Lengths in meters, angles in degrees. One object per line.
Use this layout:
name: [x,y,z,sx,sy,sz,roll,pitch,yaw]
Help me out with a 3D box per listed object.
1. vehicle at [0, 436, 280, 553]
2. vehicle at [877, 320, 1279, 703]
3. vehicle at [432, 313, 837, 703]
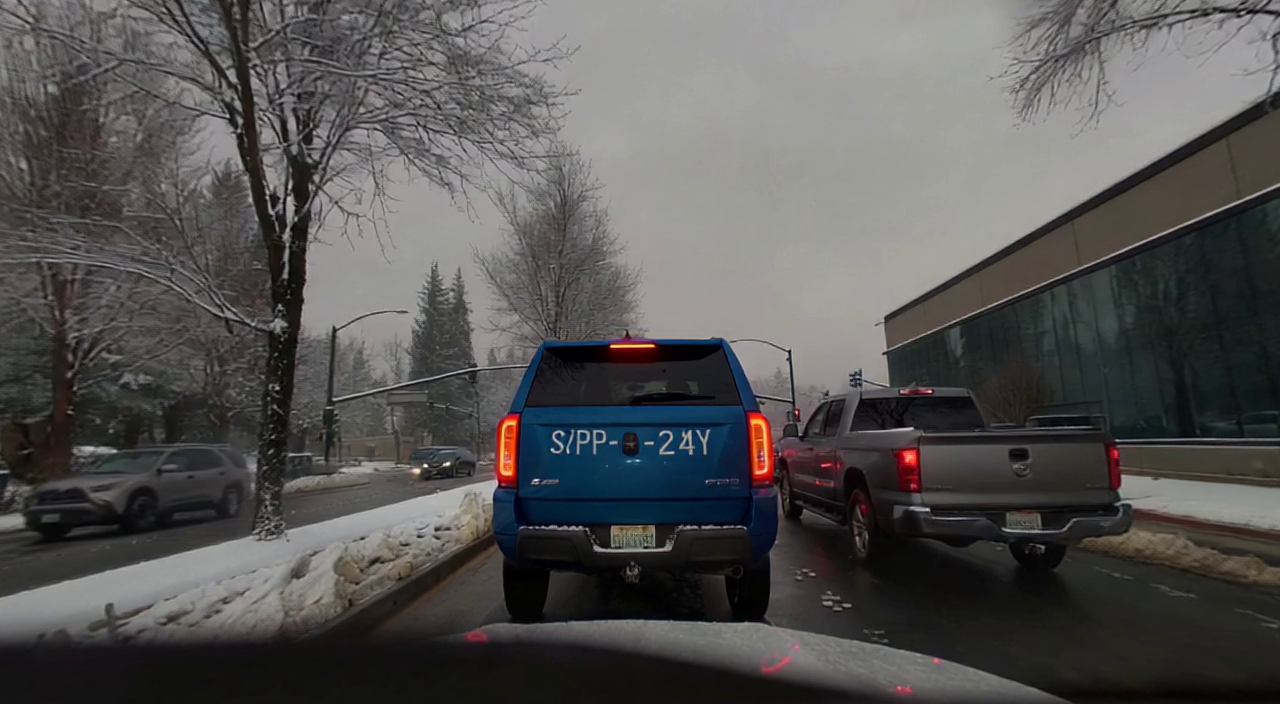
vehicle: [-11.591,3.250,15.469,2.362,2.052,6.109,-4,-8,-4]
vehicle: [3.086,0.985,3.470,2.022,1.700,4.410,0,-8,3]
vehicle: [0.025,1.264,5.832,2.267,2.372,4.366,0,-8,2]
